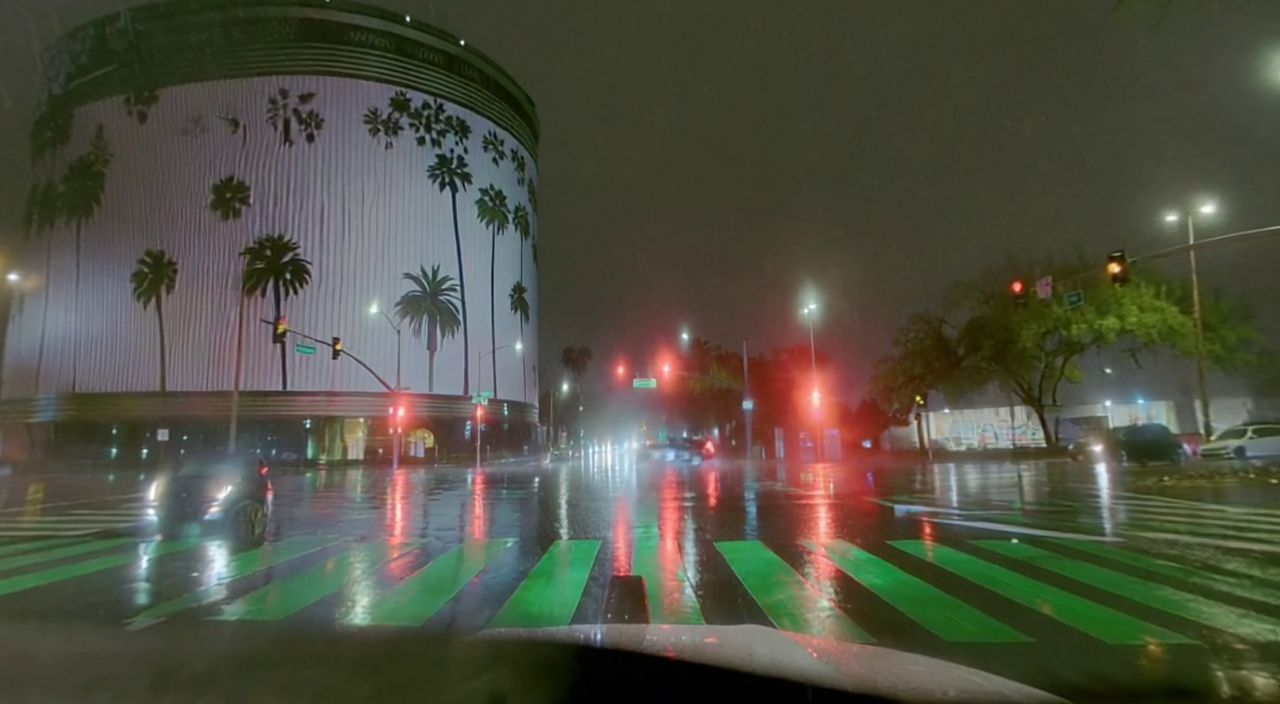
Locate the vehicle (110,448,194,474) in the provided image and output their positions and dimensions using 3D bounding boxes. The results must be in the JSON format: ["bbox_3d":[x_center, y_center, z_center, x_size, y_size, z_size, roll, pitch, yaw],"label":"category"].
[{"bbox_3d":[-33.074,7.398,42.760,4.136,1.661,1.857,0,-8,1],"label":"vehicle"}]

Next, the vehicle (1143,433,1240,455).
[{"bbox_3d":[36.033,6.026,41.249,4.606,1.449,1.687,0,-8,2],"label":"vehicle"}]

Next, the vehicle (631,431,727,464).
[{"bbox_3d":[2.265,5.654,37.311,5.477,1.880,2.125,0,-8,1],"label":"vehicle"}]

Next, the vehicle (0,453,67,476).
[{"bbox_3d":[-41.665,7.603,42.778,3.698,1.508,1.779,0,-8,1],"label":"vehicle"}]
